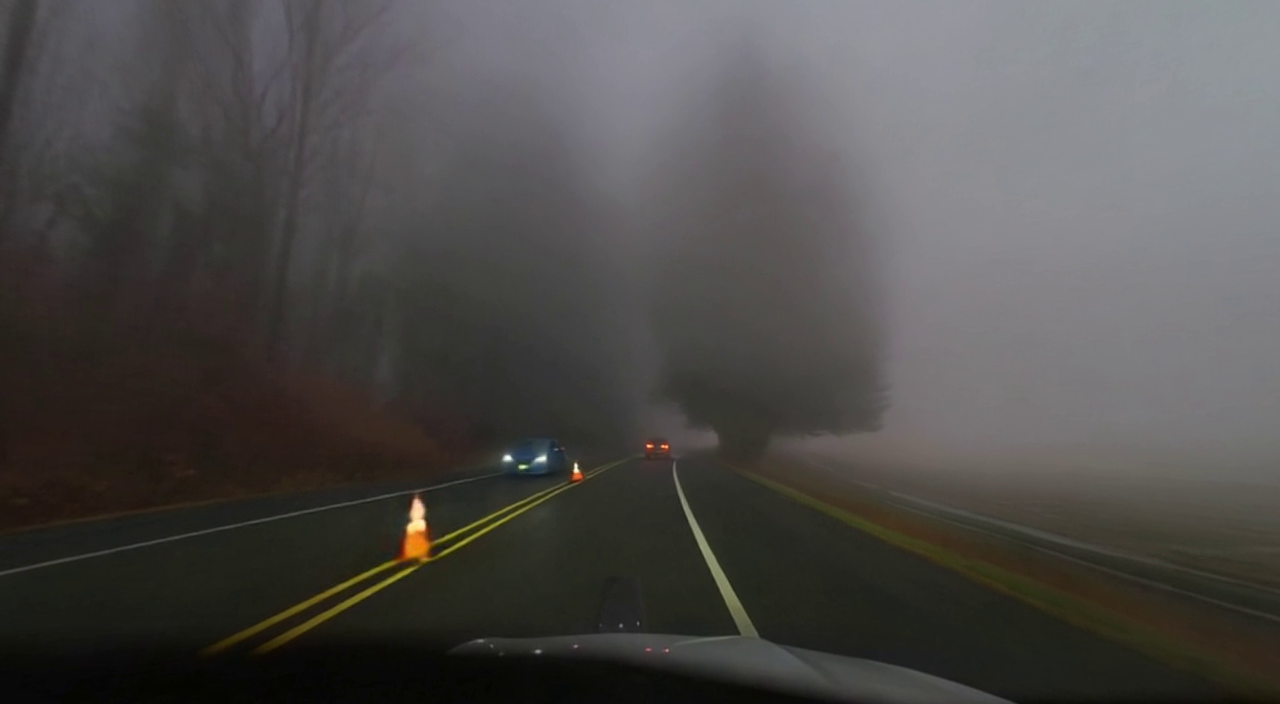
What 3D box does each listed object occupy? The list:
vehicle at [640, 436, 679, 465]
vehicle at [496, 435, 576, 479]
[{"bbox_3d":[1.140,5.463,35.020,2.042,1.489,3.963,0,-8,3],"label":"vehicle"},{"bbox_3d":[-3.794,3.923,23.792,2.046,1.451,4.342,0,-8,4],"label":"vehicle"}]
